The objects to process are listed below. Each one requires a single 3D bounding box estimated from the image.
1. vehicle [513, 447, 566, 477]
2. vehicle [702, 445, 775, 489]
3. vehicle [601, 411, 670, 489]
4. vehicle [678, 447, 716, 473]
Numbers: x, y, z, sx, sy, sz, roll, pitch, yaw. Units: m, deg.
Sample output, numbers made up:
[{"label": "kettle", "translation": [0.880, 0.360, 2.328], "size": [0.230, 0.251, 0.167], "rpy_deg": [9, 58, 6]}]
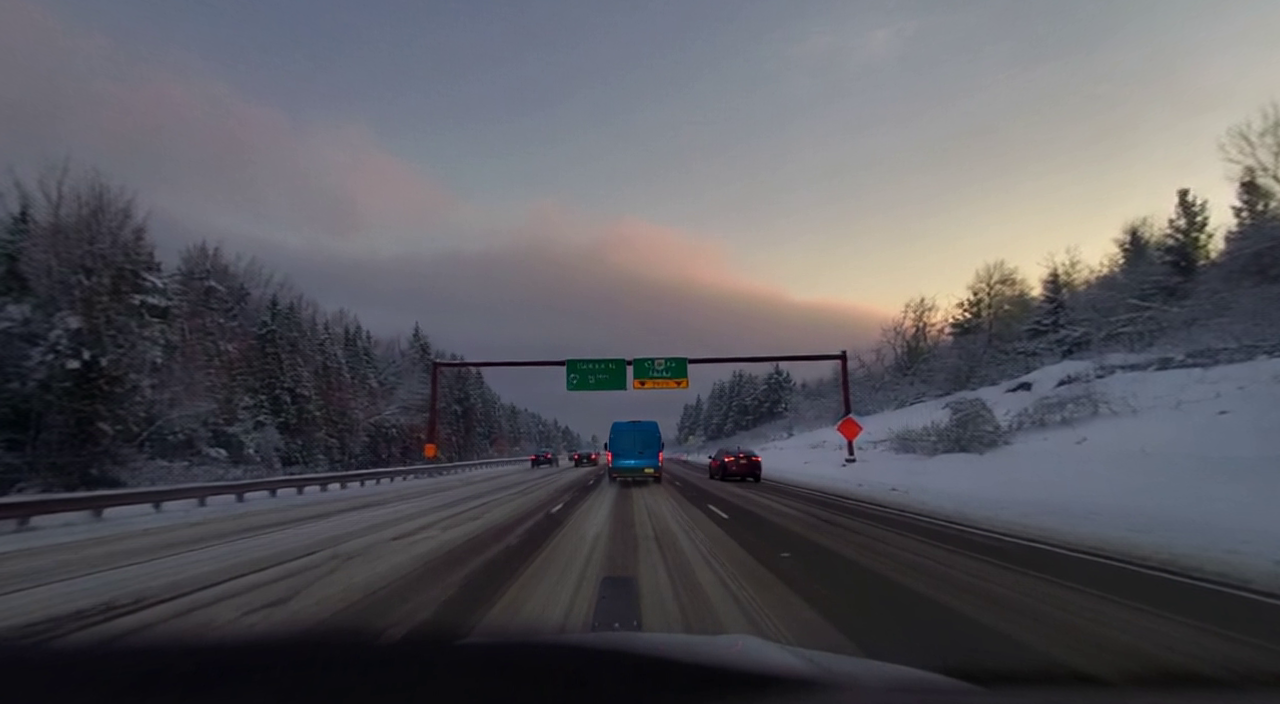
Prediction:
[{"label": "vehicle", "translation": [-5.293, 5.856, 33.604], "size": [2.003, 1.498, 4.386], "rpy_deg": [-1, -9, 1]}, {"label": "vehicle", "translation": [3.700, 4.419, 24.454], "size": [2.015, 1.491, 4.732], "rpy_deg": [0, -9, -1]}, {"label": "vehicle", "translation": [-0.194, 3.655, 23.475], "size": [2.268, 2.551, 5.144], "rpy_deg": [0, -9, -1]}, {"label": "vehicle", "translation": [3.447, 6.659, 38.870], "size": [1.978, 1.510, 4.462], "rpy_deg": [0, -9, 1]}]
